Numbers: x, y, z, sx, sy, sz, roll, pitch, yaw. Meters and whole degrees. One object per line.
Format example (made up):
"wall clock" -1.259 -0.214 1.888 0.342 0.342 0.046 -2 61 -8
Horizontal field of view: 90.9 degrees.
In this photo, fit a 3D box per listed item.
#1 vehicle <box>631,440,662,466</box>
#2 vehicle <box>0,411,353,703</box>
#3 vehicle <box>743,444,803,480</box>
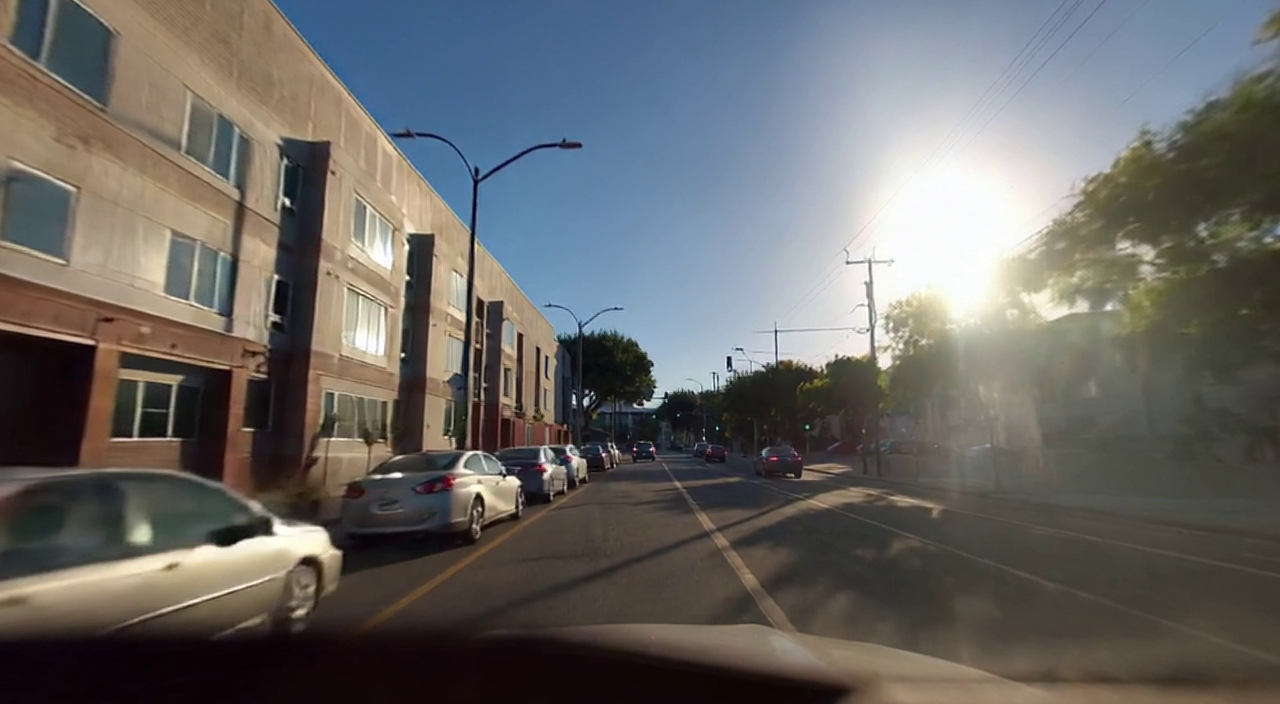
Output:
"vehicle" 0.497 7.071 44.324 2.122 1.689 3.885 0 -8 2
"vehicle" -3.215 1.026 2.712 1.810 1.473 4.232 -1 -8 2
"vehicle" 5.720 4.759 27.489 1.799 1.463 3.464 0 -8 -1
